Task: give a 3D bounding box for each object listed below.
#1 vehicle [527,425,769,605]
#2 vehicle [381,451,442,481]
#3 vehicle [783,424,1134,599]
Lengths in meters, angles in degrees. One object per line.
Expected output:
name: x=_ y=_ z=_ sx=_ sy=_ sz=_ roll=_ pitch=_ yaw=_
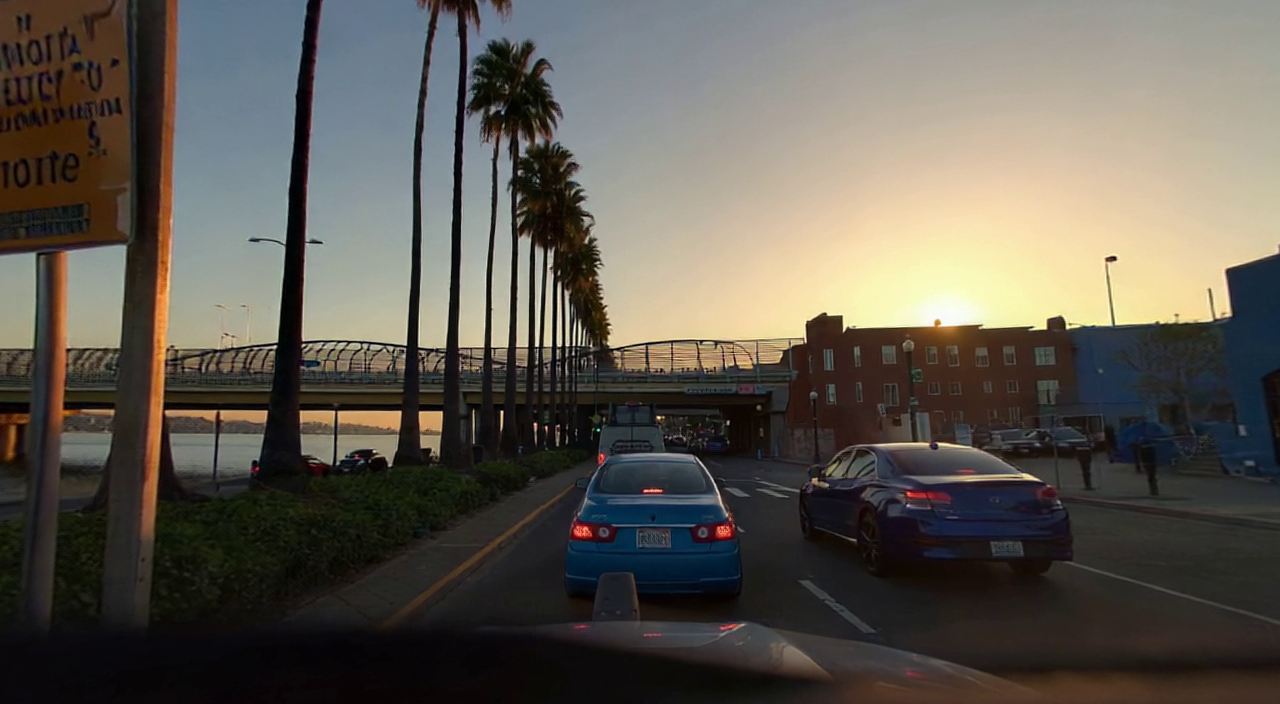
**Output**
vehicle: x=0.062 y=1.669 z=7.275 sx=2.048 sy=1.503 sz=3.681 roll=0 pitch=-9 yaw=0
vehicle: x=-14.949 y=7.470 z=41.669 sx=2.104 sy=1.802 sz=4.852 roll=0 pitch=-9 yaw=1
vehicle: x=3.264 y=1.713 z=7.725 sx=1.920 sy=1.490 sz=4.417 roll=0 pitch=-9 yaw=-1
